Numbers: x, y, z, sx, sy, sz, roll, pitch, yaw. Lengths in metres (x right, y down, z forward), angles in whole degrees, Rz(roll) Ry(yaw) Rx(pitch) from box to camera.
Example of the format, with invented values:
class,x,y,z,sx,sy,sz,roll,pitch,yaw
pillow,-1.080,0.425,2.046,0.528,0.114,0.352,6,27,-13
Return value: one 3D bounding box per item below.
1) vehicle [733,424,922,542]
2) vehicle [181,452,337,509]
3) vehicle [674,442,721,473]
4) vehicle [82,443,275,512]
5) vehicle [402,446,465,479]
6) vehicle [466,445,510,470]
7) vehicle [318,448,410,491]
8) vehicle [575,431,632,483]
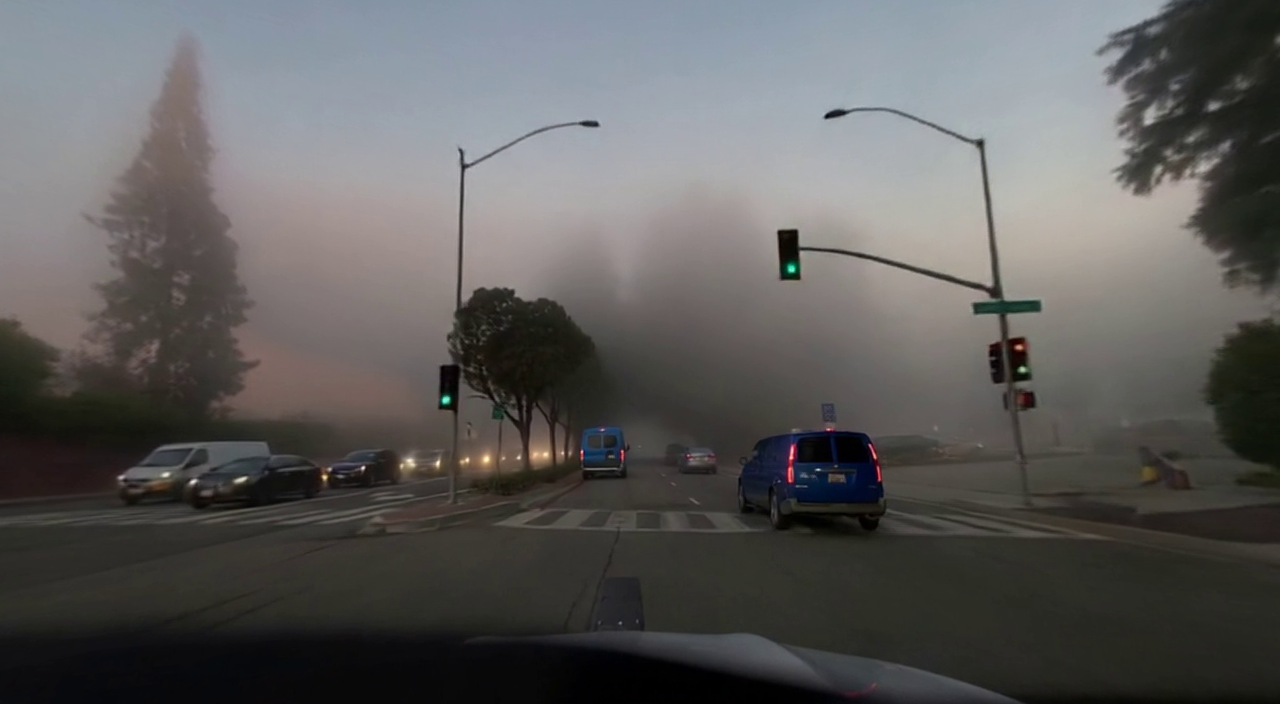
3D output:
class,x,y,z,sx,sy,sz,roll,pitch,yaw
vehicle,3.014,2.194,11.230,1.965,1.671,4.146,0,-8,-2
vehicle,-11.449,3.847,19.463,2.128,1.496,4.432,0,-8,-2
vehicle,3.229,6.036,36.413,2.248,1.692,4.252,0,-8,-1
vehicle,-15.249,4.116,21.495,2.299,2.015,5.743,0,-8,-2
vehicle,-11.138,5.943,34.331,1.988,1.689,4.047,0,-8,1
vehicle,-11.355,7.871,47.414,2.091,1.806,4.859,0,-8,0
vehicle,-11.405,4.831,26.432,1.956,1.625,4.123,0,-8,0
vehicle,-1.479,4.499,27.411,2.228,2.054,4.309,0,-8,0
